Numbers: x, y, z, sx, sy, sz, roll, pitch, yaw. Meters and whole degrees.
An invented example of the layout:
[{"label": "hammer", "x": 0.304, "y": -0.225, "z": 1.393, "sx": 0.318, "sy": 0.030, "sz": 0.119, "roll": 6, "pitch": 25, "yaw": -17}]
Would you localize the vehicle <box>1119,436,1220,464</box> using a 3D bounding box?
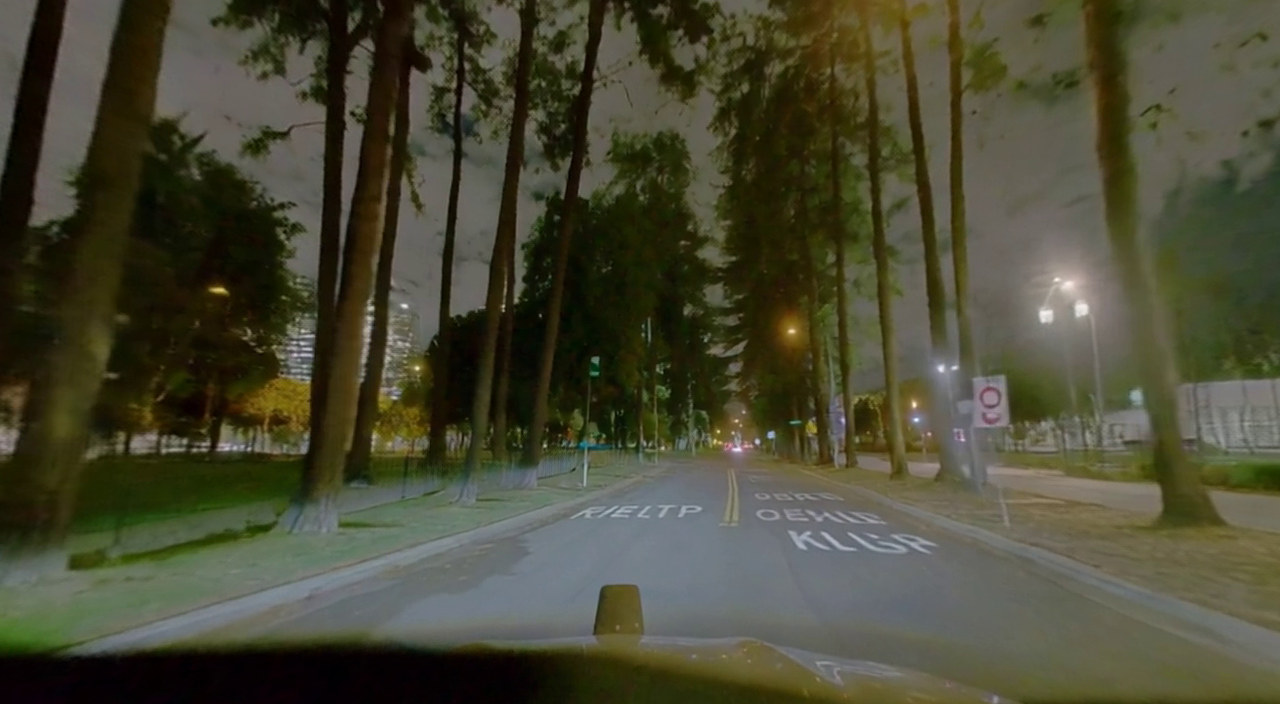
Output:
[{"label": "vehicle", "x": 38.733, "y": 7.196, "z": 46.343, "sx": 5.090, "sy": 1.925, "sz": 2.103, "roll": -2, "pitch": -9, "yaw": 11}]
